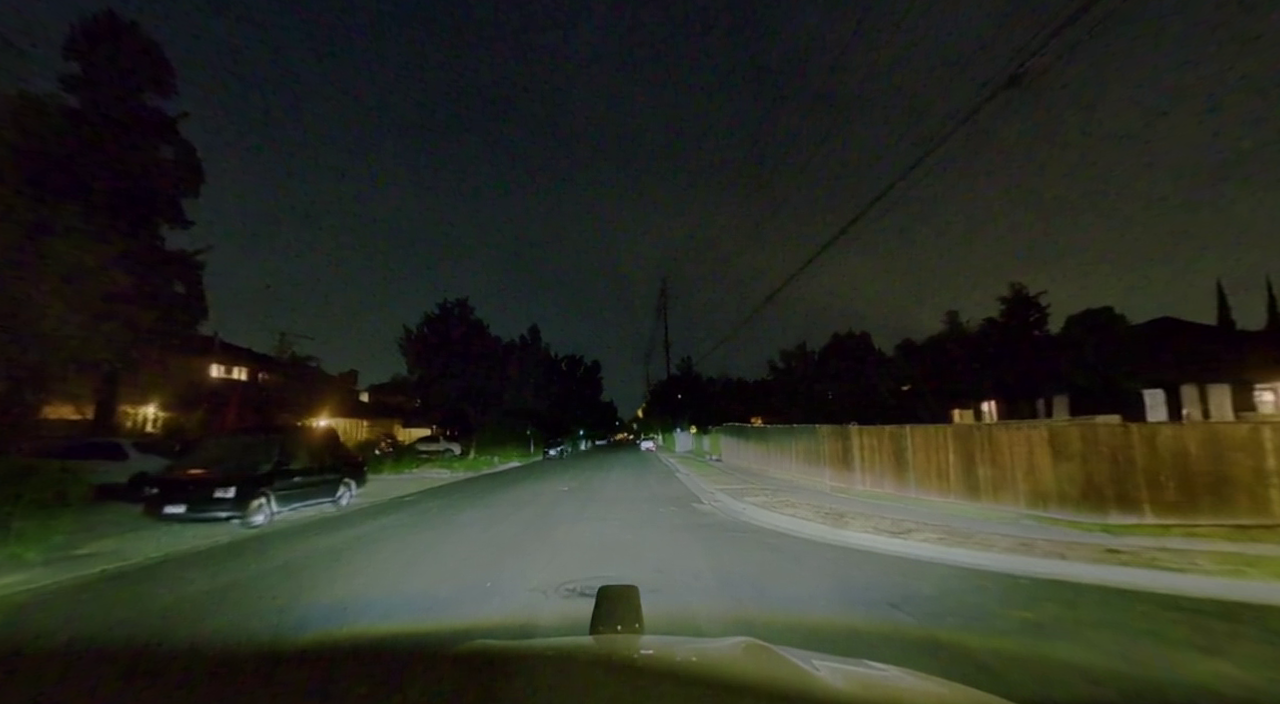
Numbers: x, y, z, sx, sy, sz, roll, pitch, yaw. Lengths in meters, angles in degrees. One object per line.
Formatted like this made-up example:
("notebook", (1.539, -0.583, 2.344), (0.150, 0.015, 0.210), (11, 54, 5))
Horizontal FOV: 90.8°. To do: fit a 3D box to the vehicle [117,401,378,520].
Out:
("vehicle", (-7.352, 2.148, 12.628), (2.091, 1.912, 4.598), (0, -10, 2))
